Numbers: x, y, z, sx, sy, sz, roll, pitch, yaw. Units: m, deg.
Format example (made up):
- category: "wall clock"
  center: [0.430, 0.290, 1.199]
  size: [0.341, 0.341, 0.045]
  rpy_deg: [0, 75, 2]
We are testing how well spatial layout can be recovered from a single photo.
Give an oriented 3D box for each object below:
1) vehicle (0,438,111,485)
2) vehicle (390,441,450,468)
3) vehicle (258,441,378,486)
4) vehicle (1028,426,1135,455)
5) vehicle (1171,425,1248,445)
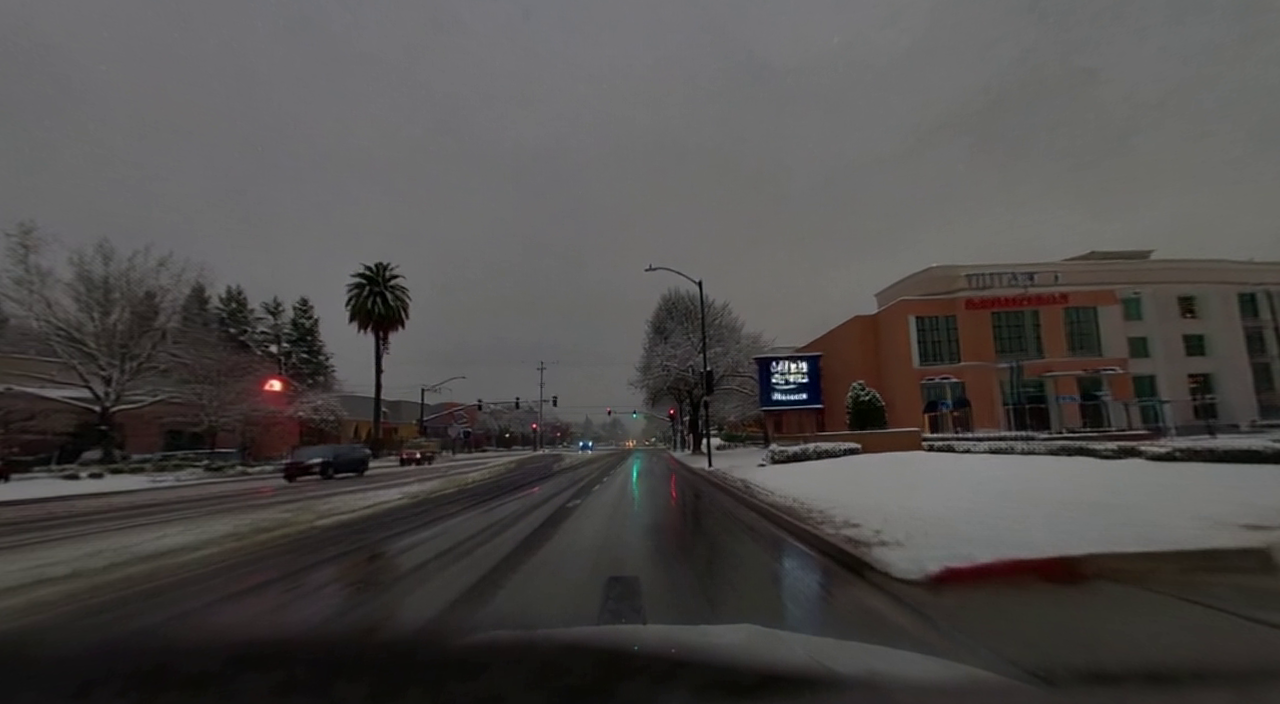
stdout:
- category: "vehicle"
  center: [-29.788, 5.355, 30.368]
  size: [6.383, 1.887, 2.223]
  rpy_deg: [-4, -9, 0]
- category: "vehicle"
  center: [-16.382, 7.660, 47.141]
  size: [2.221, 1.832, 5.572]
  rpy_deg: [0, -9, 3]
- category: "vehicle"
  center: [-12.043, 4.192, 23.922]
  size: [2.078, 1.532, 4.627]
  rpy_deg: [0, -9, 1]
- category: "vehicle"
  center: [25.314, 5.081, 36.105]
  size: [4.649, 1.611, 1.945]
  rpy_deg: [0, -9, -1]
- category: "vehicle"
  center: [45.231, 6.613, 49.912]
  size: [4.301, 1.498, 1.875]
  rpy_deg: [0, -9, 0]
